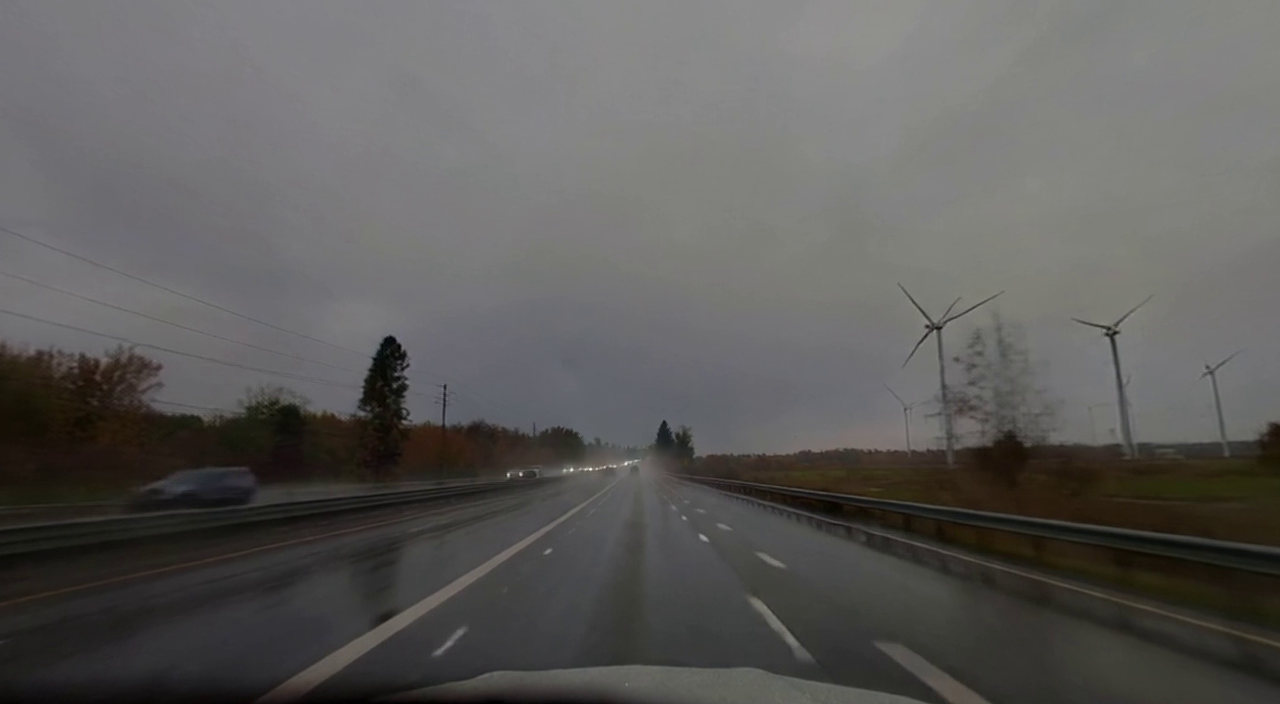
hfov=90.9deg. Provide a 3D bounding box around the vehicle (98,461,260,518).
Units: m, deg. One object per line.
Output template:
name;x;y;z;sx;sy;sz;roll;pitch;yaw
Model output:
vehicle;-17.052;5.097;23.756;2.125;1.861;5.167;1;-11;0
